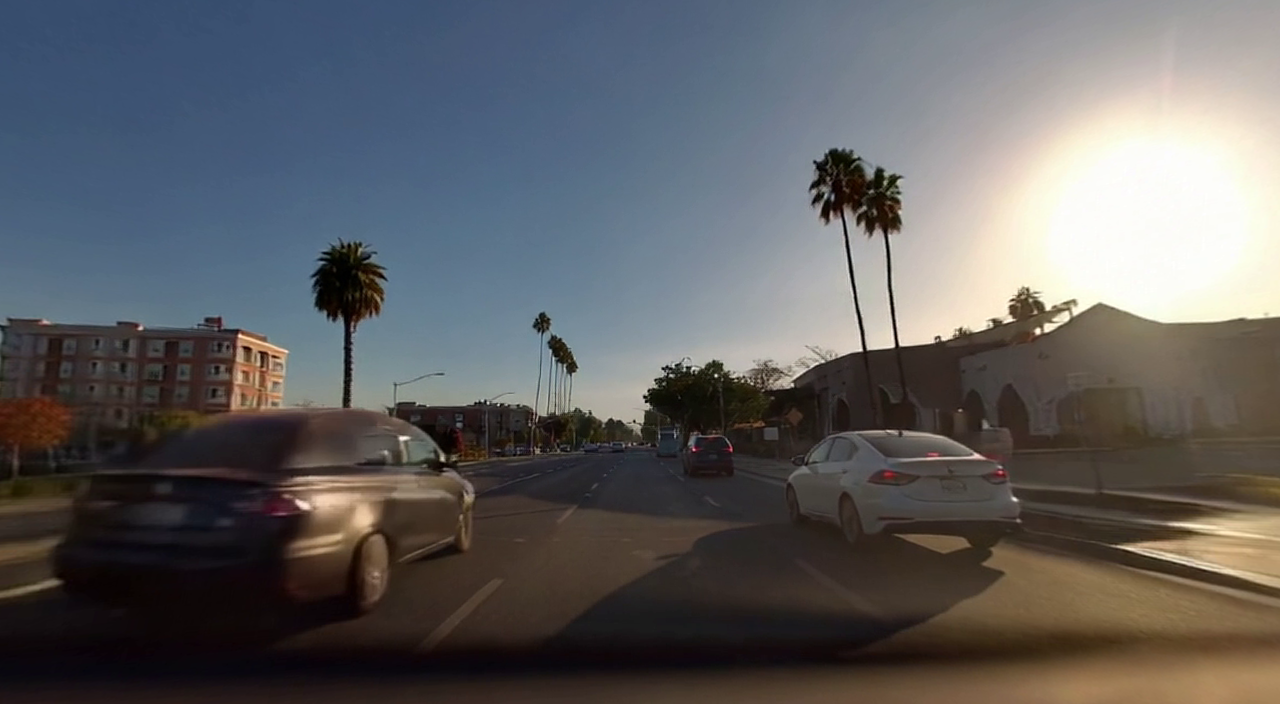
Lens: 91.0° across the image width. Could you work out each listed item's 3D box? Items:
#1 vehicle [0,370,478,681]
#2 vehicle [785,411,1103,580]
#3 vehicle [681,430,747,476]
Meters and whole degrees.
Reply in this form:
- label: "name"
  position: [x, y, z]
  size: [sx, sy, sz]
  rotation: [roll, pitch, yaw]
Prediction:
- label: "vehicle"
  position: [-3.166, 1.300, 5.863]
  size: [2.084, 1.735, 4.528]
  rotation: [0, -8, 0]
- label: "vehicle"
  position: [3.547, 1.749, 8.466]
  size: [2.084, 1.682, 4.148]
  rotation: [0, -8, -2]
- label: "vehicle"
  position: [3.203, 4.530, 28.358]
  size: [2.244, 1.901, 4.561]
  rotation: [0, -8, -2]
